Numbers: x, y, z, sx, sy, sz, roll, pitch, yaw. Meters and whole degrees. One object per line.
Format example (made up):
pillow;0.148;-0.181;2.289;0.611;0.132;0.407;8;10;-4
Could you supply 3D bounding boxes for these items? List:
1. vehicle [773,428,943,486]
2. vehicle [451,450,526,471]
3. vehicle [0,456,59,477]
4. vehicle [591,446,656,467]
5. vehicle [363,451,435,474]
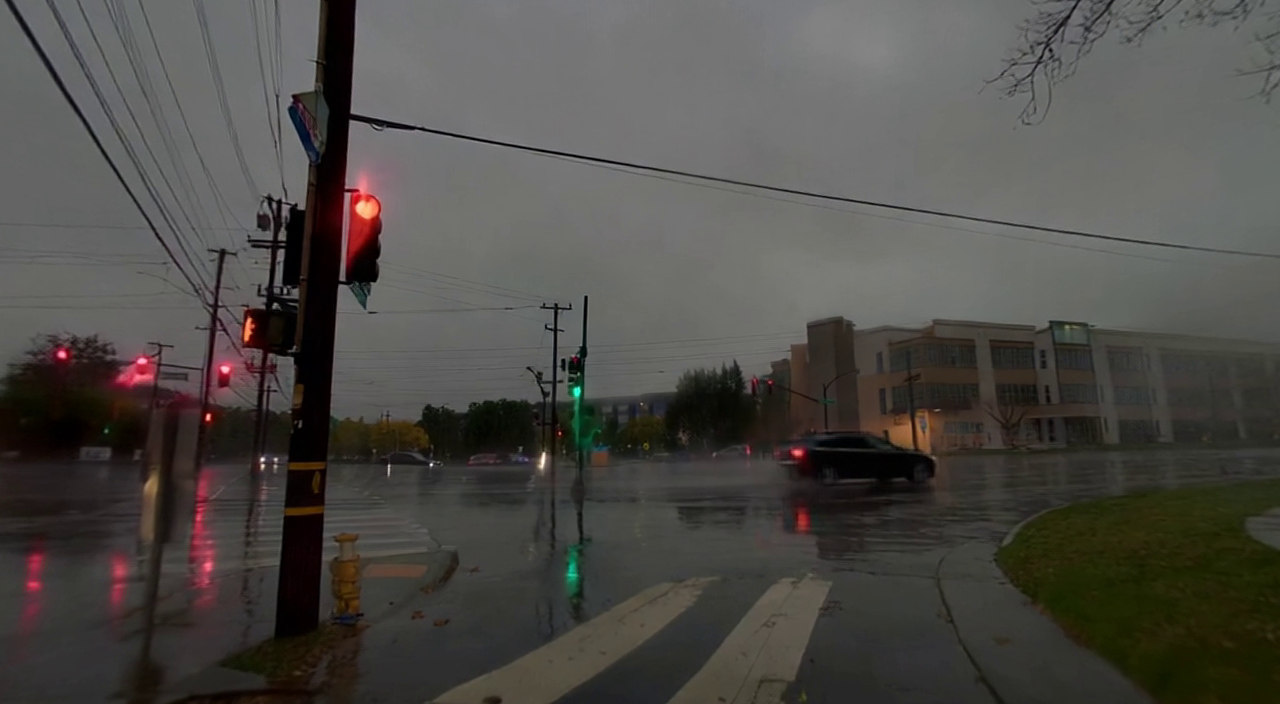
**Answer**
vehicle;6.725;3.249;19.683;4.530;1.648;2.075;2;-9;-14
vehicle;-10.675;7.635;44.703;4.837;1.407;1.818;4;-9;-26
vehicle;-46.458;8.651;48.030;1.899;1.438;4.799;4;-9;-25
vehicle;-1.163;7.547;45.817;4.391;1.451;1.717;4;-9;-26
vehicle;-17.190;7.857;45.120;4.623;1.471;1.805;4;-9;-25
